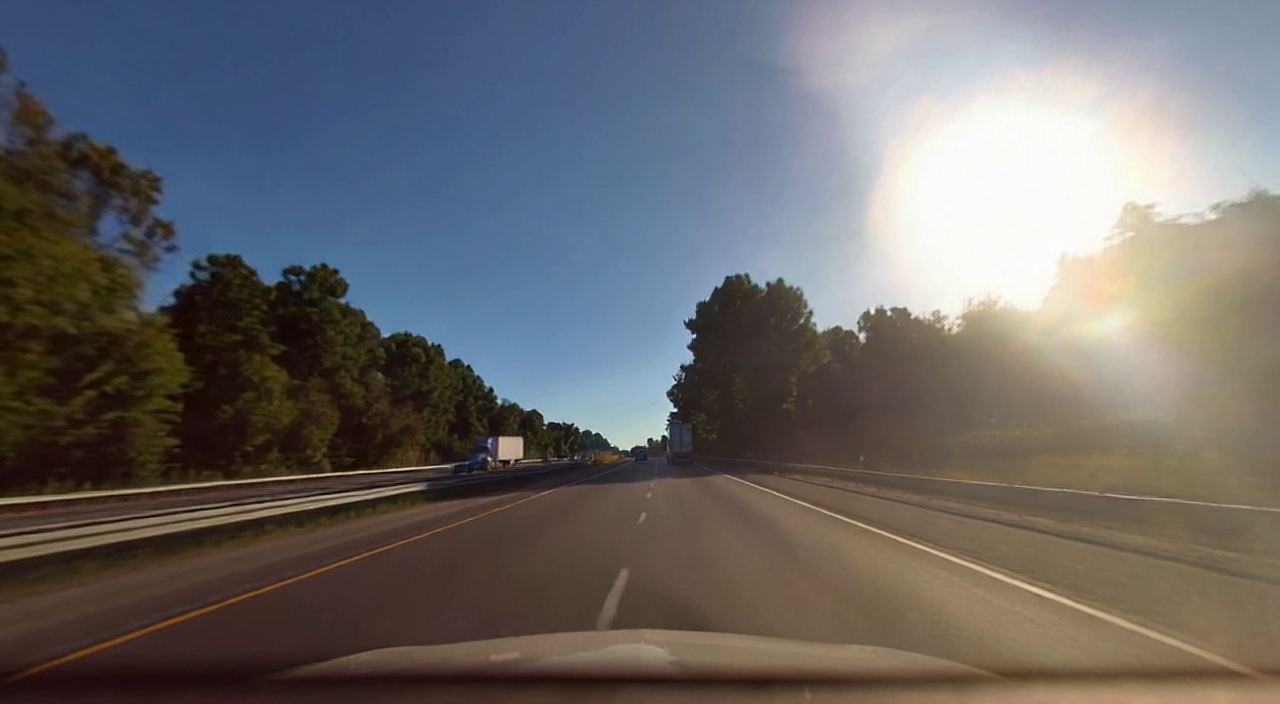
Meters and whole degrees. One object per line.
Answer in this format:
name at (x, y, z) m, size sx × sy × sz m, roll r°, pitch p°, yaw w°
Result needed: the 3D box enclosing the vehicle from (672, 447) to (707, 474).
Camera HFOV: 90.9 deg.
vehicle at (3.172, 7.039, 41.251) m, size 2.096 × 1.653 × 4.185 m, roll 0°, pitch -9°, yaw 2°
